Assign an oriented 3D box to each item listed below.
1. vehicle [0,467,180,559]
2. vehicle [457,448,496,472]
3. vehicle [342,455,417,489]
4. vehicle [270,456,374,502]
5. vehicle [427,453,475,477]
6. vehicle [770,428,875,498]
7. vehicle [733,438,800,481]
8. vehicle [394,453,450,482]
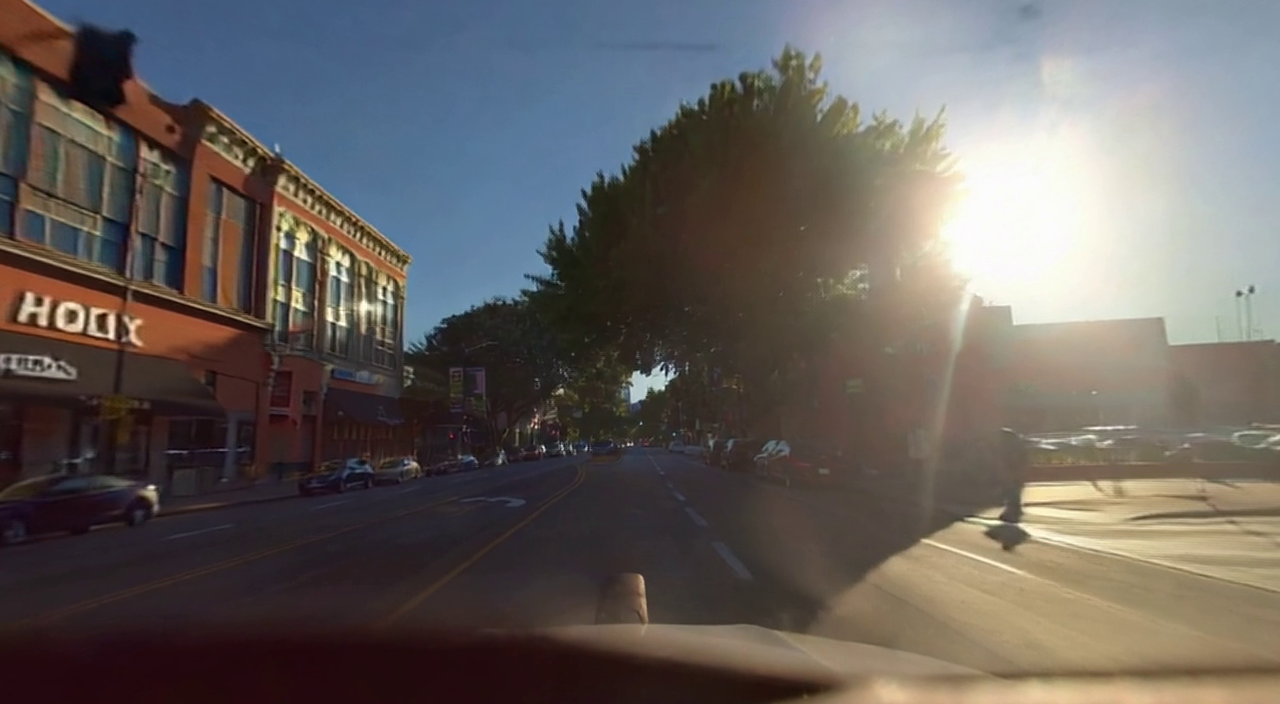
[{"bbox_3d":[-12.255,3.252,13.326,1.842,1.461,4.371,0,-8,-1],"label":"vehicle"},{"bbox_3d":[-12.289,8.130,47.798,1.834,1.643,4.110,-1,-8,1],"label":"vehicle"},{"bbox_3d":[-12.799,5.888,31.337,1.927,1.489,4.572,0,-8,-2],"label":"vehicle"},{"bbox_3d":[-12.213,4.865,24.596,1.804,1.533,4.121,-1,-8,1],"label":"vehicle"},{"bbox_3d":[-12.774,7.630,42.998,1.868,1.418,4.415,-2,-9,1],"label":"vehicle"},{"bbox_3d":[5.757,3.567,20.589,2.010,1.943,4.319,-2,-9,-1],"label":"vehicle"},{"bbox_3d":[5.745,4.921,29.205,1.991,1.771,4.604,0,-9,-2],"label":"vehicle"},{"bbox_3d":[-12.744,6.732,37.162,1.800,1.532,4.110,-1,-8,0],"label":"vehicle"}]
